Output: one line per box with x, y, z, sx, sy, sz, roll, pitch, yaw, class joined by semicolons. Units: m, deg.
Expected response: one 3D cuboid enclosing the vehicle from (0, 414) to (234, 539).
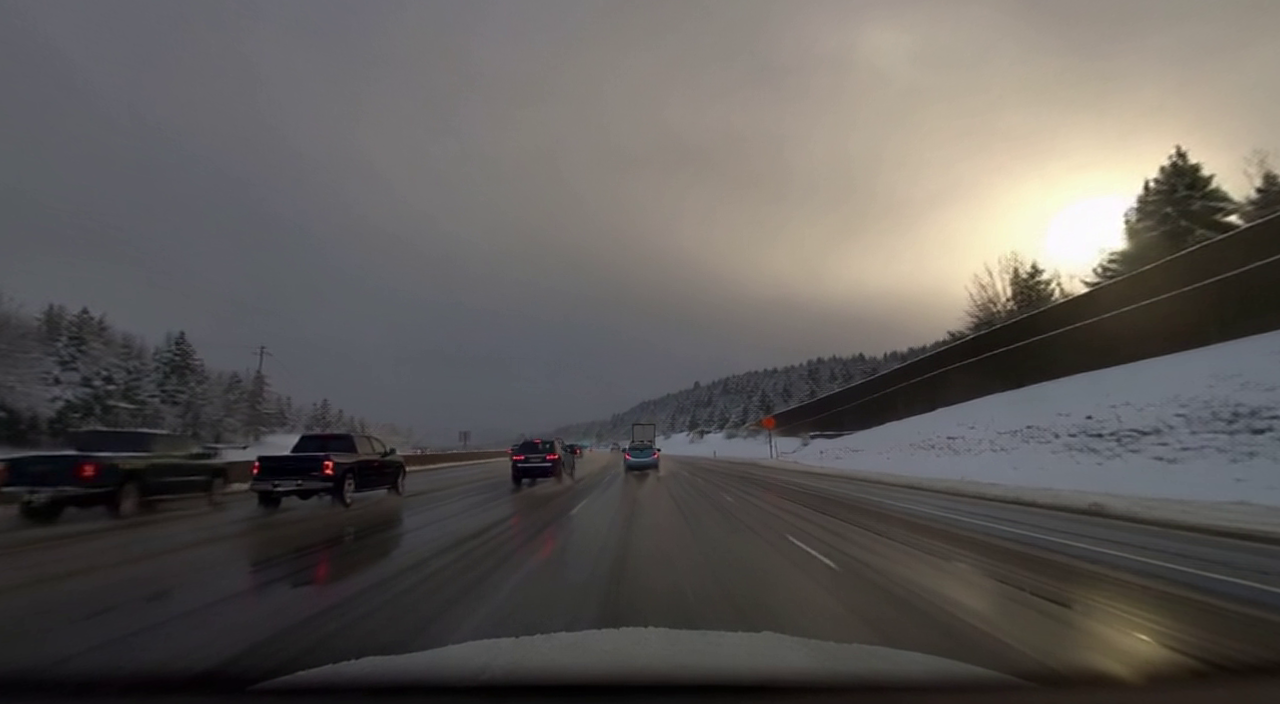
-10.996;2.343;12.549;2.230;1.928;5.333;0;-9;0;vehicle

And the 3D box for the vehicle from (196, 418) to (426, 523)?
-6.751;2.497;13.870;2.108;1.856;5.214;0;-9;1;vehicle

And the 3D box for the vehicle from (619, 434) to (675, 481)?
0.252;4.506;27.155;2.233;1.804;4.273;0;-9;-1;vehicle

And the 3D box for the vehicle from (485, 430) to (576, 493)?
-3.437;3.550;20.769;2.093;1.820;4.506;0;-9;1;vehicle
